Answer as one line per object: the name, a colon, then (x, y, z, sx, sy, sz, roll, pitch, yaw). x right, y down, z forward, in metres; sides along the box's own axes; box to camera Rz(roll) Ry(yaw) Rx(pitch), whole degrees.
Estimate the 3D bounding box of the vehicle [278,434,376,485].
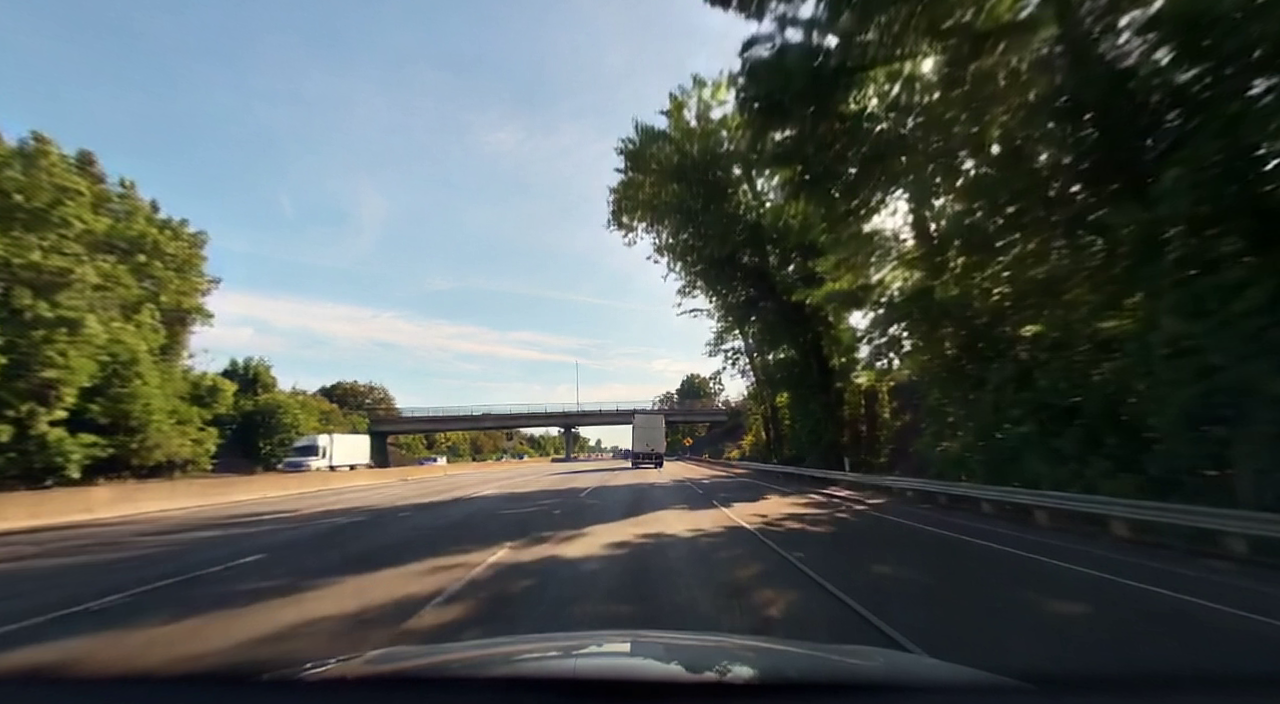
vehicle: (-24.296, 8.407, 49.636, 2.844, 3.634, 9.043, 0, -9, 1)
